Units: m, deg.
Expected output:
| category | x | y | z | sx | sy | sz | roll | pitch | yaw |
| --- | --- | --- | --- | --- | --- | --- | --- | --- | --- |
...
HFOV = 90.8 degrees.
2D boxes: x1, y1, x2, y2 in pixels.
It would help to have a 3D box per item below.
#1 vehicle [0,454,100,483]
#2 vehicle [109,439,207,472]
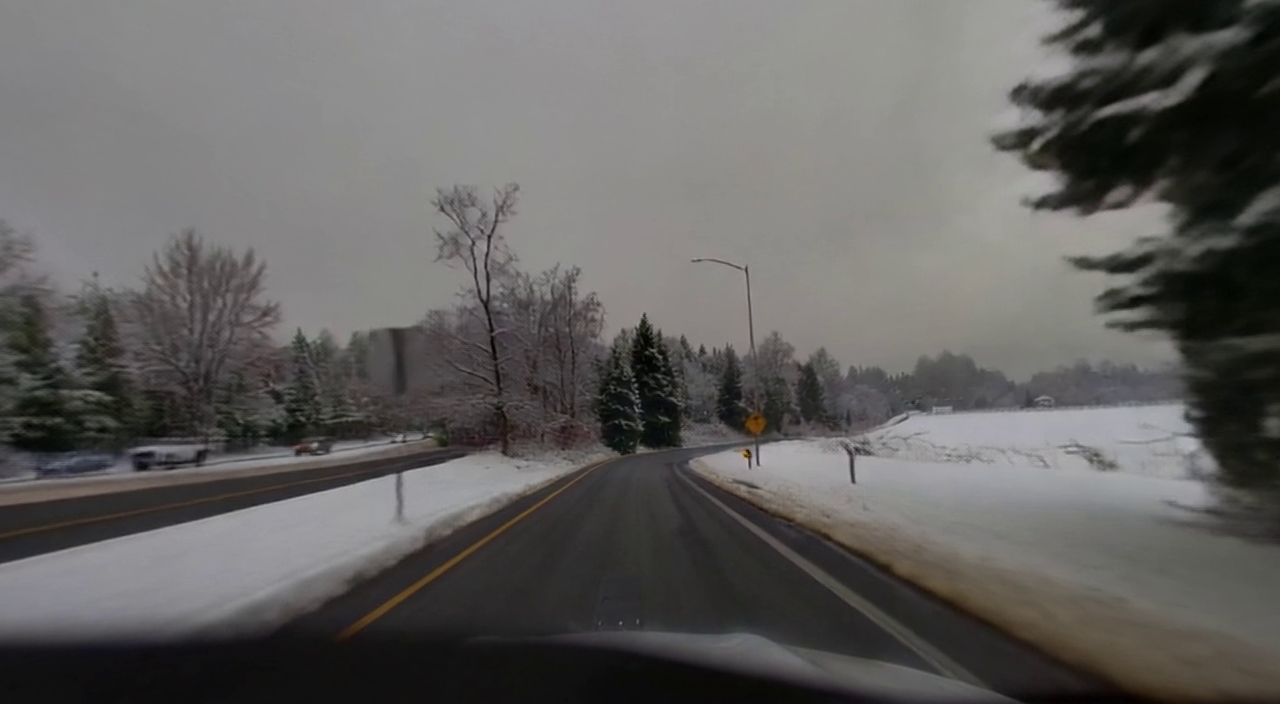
| category | x | y | z | sx | sy | sz | roll | pitch | yaw |
| --- | --- | --- | --- | --- | --- | --- | --- | --- | --- |
| vehicle | -32.054 | 6.228 | 34.108 | 1.868 | 1.427 | 4.726 | 0 | -9 | -5 |
| vehicle | -27.939 | 6.018 | 36.880 | 2.123 | 1.738 | 4.945 | 0 | -9 | -5 |
